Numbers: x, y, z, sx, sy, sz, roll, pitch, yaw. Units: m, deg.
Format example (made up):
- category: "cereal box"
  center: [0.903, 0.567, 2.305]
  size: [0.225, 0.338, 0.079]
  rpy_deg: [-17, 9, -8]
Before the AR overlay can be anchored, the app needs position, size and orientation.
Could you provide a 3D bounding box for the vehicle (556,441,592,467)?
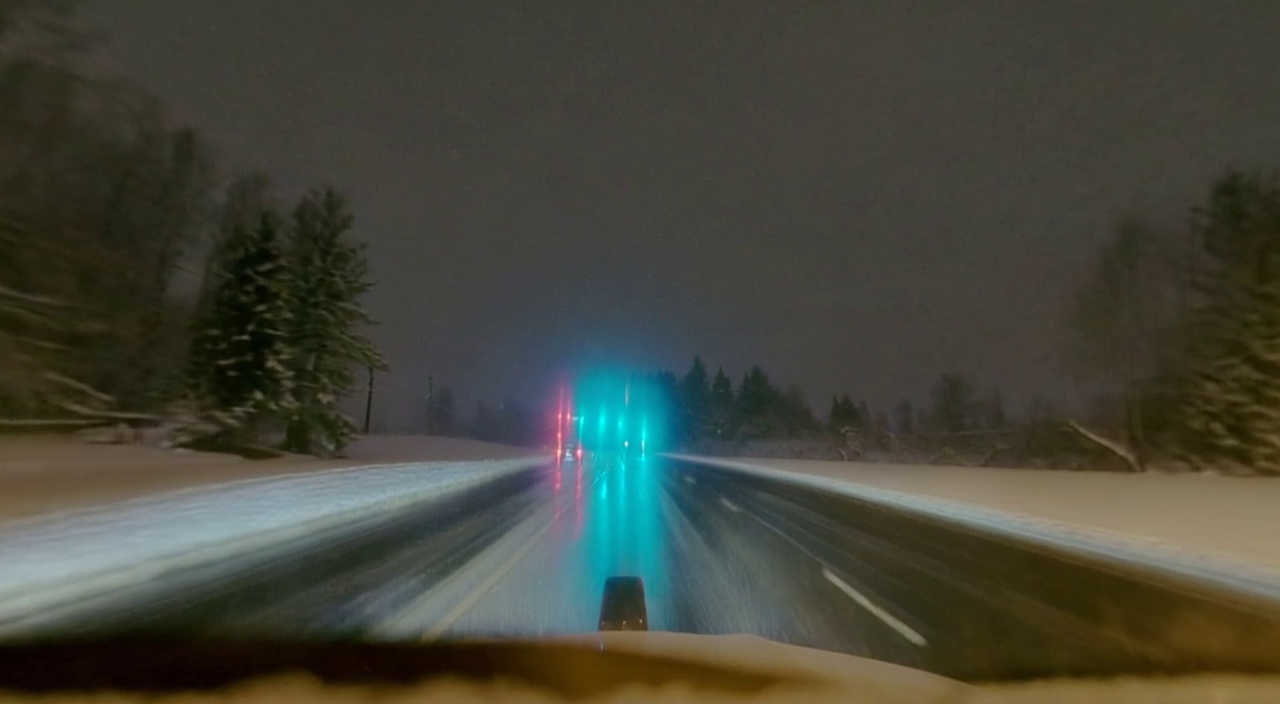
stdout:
- category: "vehicle"
  center: [-4.060, 6.301, 39.237]
  size: [1.968, 1.503, 4.443]
  rpy_deg: [0, -8, -3]
